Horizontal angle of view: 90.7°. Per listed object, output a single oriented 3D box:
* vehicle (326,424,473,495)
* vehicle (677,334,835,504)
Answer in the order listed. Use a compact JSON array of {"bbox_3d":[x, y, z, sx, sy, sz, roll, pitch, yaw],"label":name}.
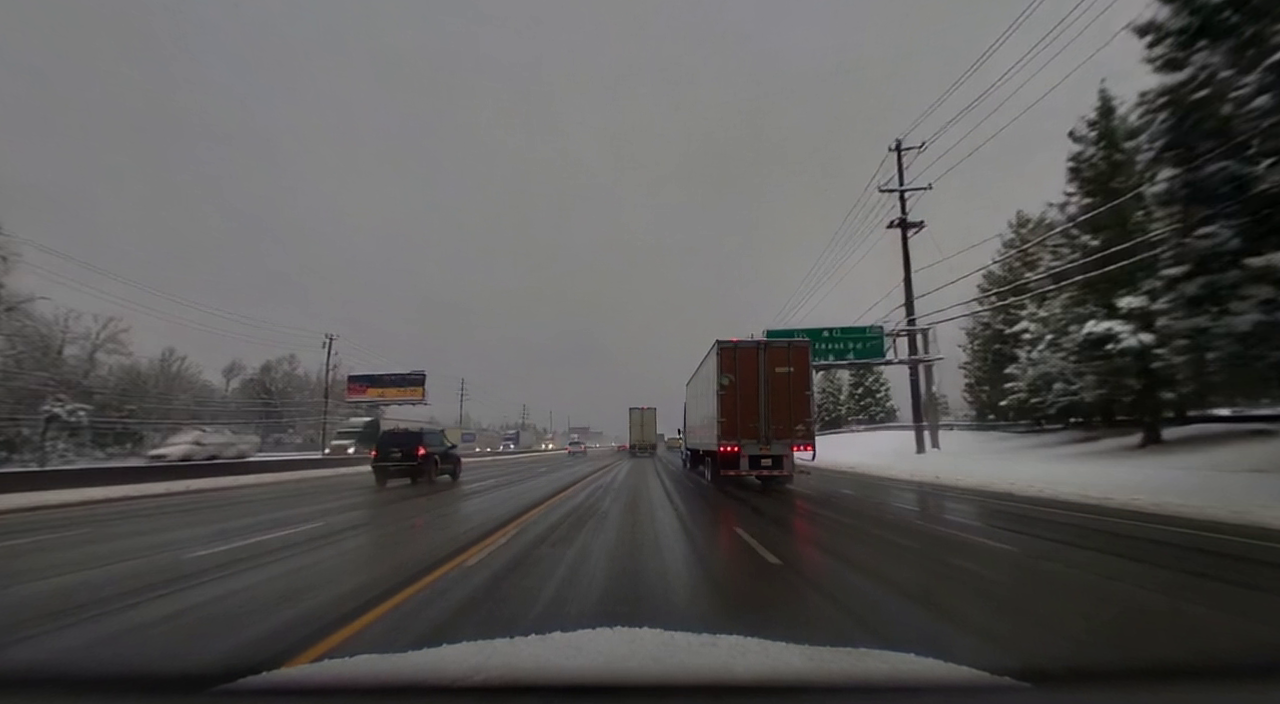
[{"bbox_3d":[-7.331,3.363,20.145,2.425,1.917,5.647,0,-9,0],"label":"vehicle"},{"bbox_3d":[3.304,2.845,23.754,2.892,4.152,16.575,0,-9,0],"label":"vehicle"}]
